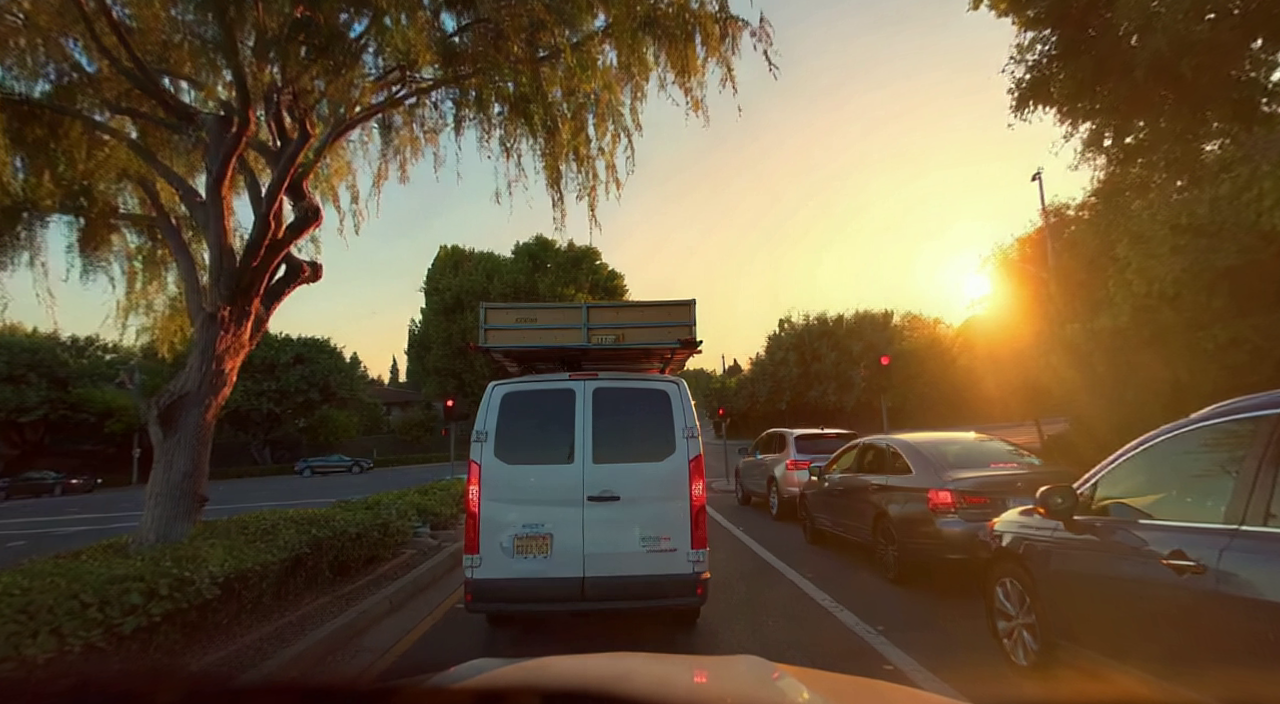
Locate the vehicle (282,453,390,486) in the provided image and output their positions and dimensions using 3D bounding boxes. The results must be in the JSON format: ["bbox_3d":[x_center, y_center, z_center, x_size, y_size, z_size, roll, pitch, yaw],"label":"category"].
[{"bbox_3d":[-15.177,5.863,31.798,4.708,1.474,1.871,4,-9,-23],"label":"vehicle"}]

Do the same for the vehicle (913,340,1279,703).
[{"bbox_3d":[3.467,0.932,3.399,1.965,1.671,4.146,0,-9,-3],"label":"vehicle"}]

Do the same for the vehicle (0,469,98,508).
[{"bbox_3d":[-27.733,6.140,28.572,4.501,1.613,1.852,1,-9,-4],"label":"vehicle"}]

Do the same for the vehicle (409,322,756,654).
[{"bbox_3d":[-0.358,1.153,6.184,2.145,2.089,4.309,0,-9,0],"label":"vehicle"}]

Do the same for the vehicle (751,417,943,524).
[{"bbox_3d":[3.701,2.217,12.288,2.024,1.692,4.252,1,-9,-4],"label":"vehicle"}]
